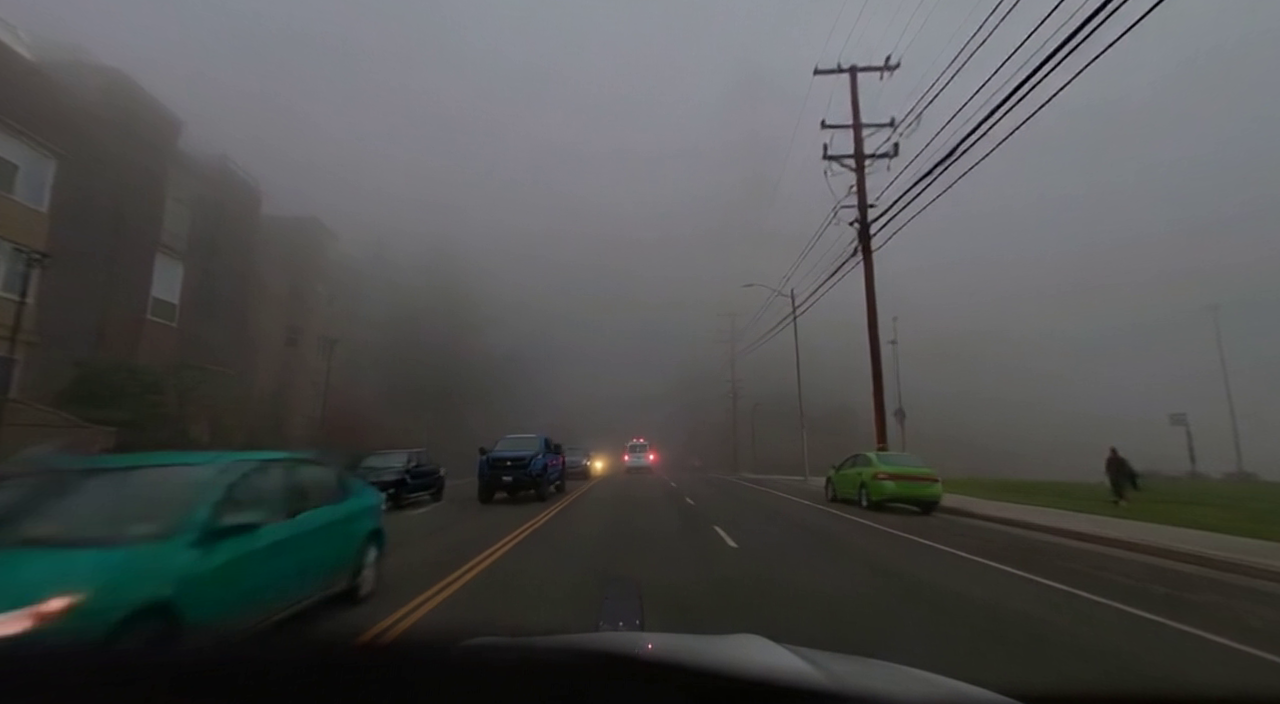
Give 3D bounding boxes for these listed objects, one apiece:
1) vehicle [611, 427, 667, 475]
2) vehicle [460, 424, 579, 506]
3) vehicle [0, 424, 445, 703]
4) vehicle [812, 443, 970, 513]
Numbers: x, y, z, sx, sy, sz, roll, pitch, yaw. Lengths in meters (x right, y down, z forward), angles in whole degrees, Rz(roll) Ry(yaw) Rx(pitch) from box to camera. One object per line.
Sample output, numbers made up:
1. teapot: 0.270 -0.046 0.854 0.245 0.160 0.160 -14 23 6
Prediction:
1. vehicle: -0.009 4.494 28.489 2.308 1.940 4.125 -1 -10 1
2. vehicle: -2.996 2.959 16.964 2.178 1.861 4.920 0 -8 0
3. vehicle: -3.296 1.375 4.849 2.057 1.476 4.593 0 -8 1
4. vehicle: 6.083 3.084 16.066 1.943 1.490 4.783 0 -8 -2
